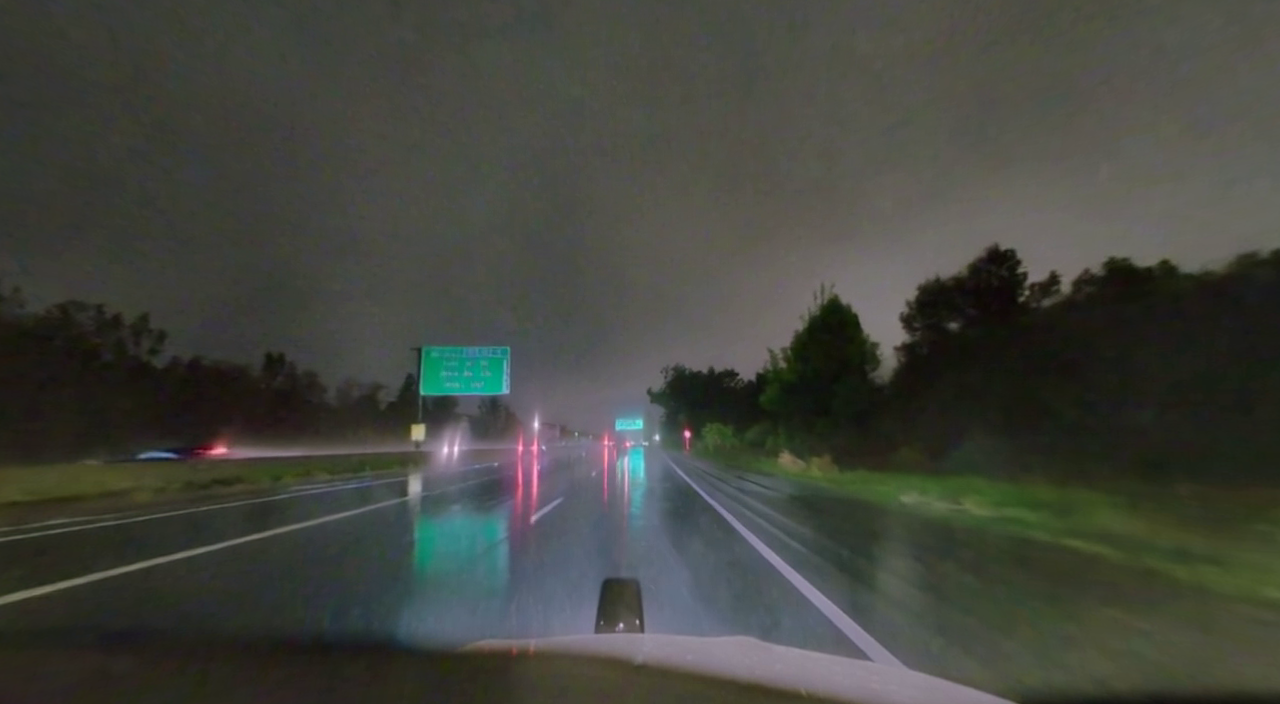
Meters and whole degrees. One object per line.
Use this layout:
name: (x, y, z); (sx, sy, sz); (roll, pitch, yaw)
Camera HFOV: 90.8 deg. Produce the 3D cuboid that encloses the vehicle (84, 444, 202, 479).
vehicle: (-24.904, 5.475, 31.913); (1.981, 1.602, 4.849); (0, -8, 0)
